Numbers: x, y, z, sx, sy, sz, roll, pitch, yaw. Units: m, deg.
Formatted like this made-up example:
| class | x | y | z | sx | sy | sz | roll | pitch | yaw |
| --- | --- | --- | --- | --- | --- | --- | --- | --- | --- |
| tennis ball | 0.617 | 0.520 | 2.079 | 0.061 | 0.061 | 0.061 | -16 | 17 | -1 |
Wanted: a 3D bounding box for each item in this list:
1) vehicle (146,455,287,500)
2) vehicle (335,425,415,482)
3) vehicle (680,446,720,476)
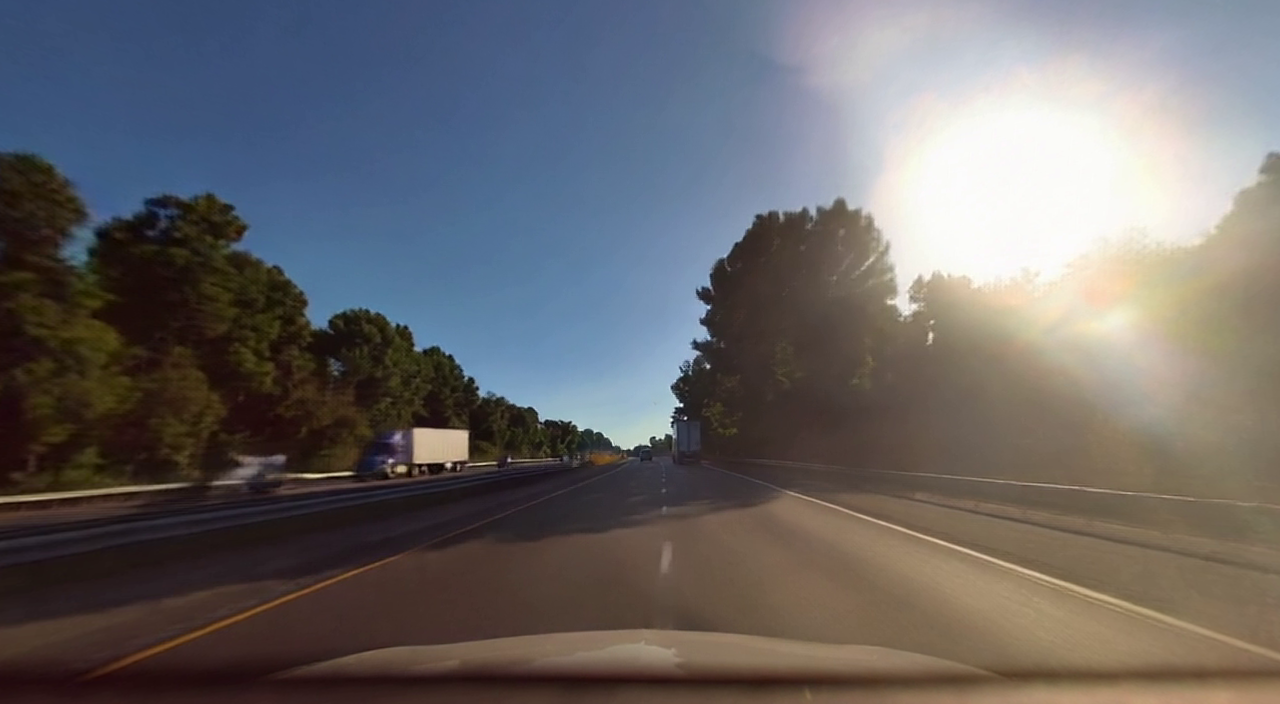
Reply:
| class | x | y | z | sx | sy | sz | roll | pitch | yaw |
| --- | --- | --- | --- | --- | --- | --- | --- | --- | --- |
| vehicle | -16.144 | 4.770 | 24.339 | 2.397 | 1.546 | 4.216 | 0 | -9 | 2 |
| vehicle | -19.285 | 7.436 | 46.368 | 3.014 | 3.887 | 5.930 | 0 | -9 | 2 |
| vehicle | 3.486 | 6.414 | 37.400 | 2.096 | 1.653 | 4.185 | 0 | -9 | 2 |
